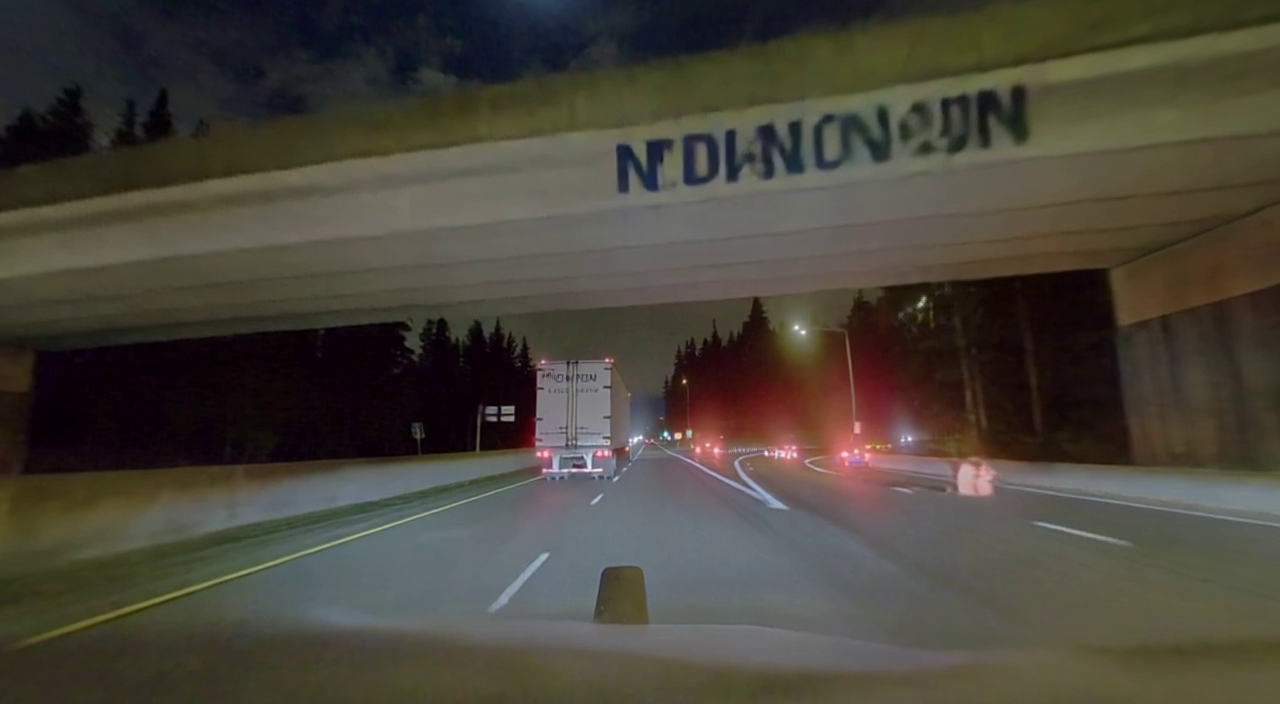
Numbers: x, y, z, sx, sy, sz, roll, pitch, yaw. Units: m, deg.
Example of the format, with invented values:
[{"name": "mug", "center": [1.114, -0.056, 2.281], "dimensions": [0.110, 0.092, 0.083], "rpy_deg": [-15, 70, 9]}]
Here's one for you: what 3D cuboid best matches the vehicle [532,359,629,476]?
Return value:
[{"name": "vehicle", "center": [-2.275, 3.694, 30.469], "dimensions": [2.873, 4.060, 16.327], "rpy_deg": [-2, -10, 1]}]
